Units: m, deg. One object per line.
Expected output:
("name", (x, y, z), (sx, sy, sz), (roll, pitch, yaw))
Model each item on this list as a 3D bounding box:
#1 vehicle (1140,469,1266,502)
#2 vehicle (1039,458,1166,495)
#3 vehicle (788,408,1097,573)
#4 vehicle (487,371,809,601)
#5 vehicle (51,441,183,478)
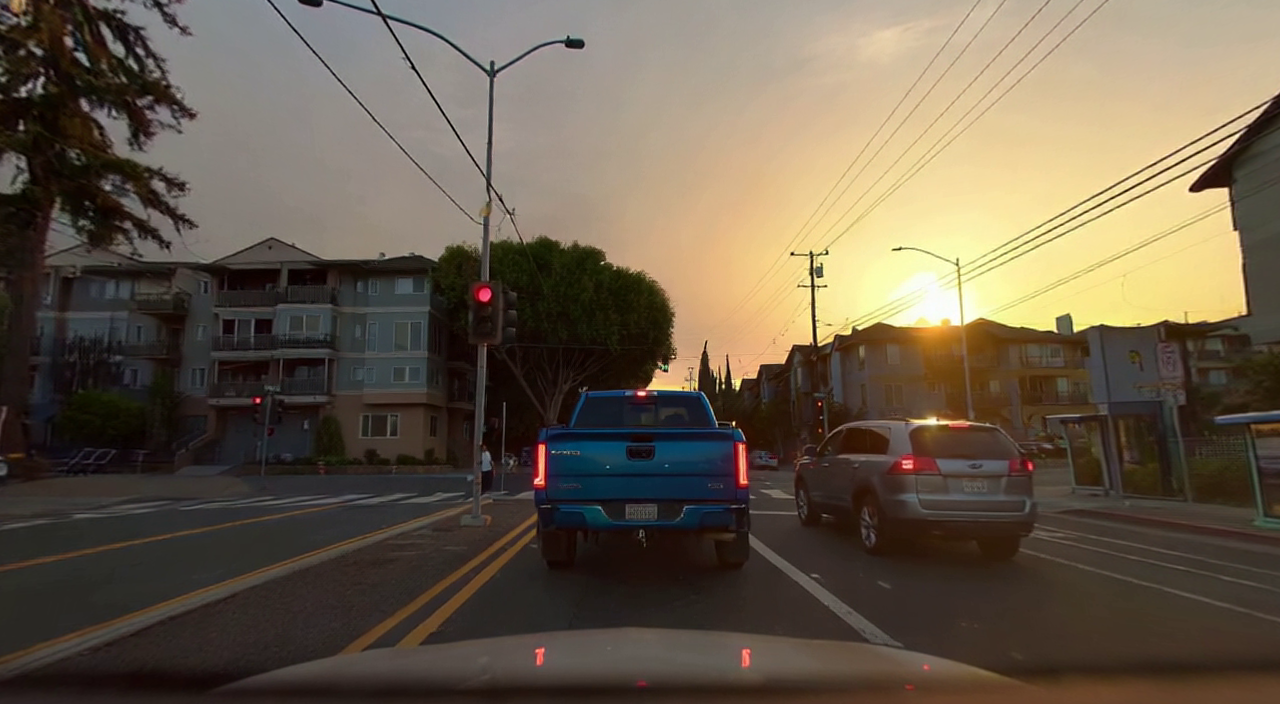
("vehicle", (26.399, 6.255, 29.660), (4.071, 1.388, 1.884), (0, -8, 1))
("vehicle", (21.803, 5.873, 29.845), (4.498, 1.618, 1.843), (0, -8, 0))
("vehicle", (3.835, 1.848, 9.259), (2.131, 1.759, 4.762), (0, -8, 0))
("vehicle", (0.099, 1.512, 8.003), (2.738, 1.959, 5.070), (0, -8, 1))
("vehicle", (-24.851, 5.107, 30.066), (4.563, 1.692, 1.778), (0, -8, -2))
